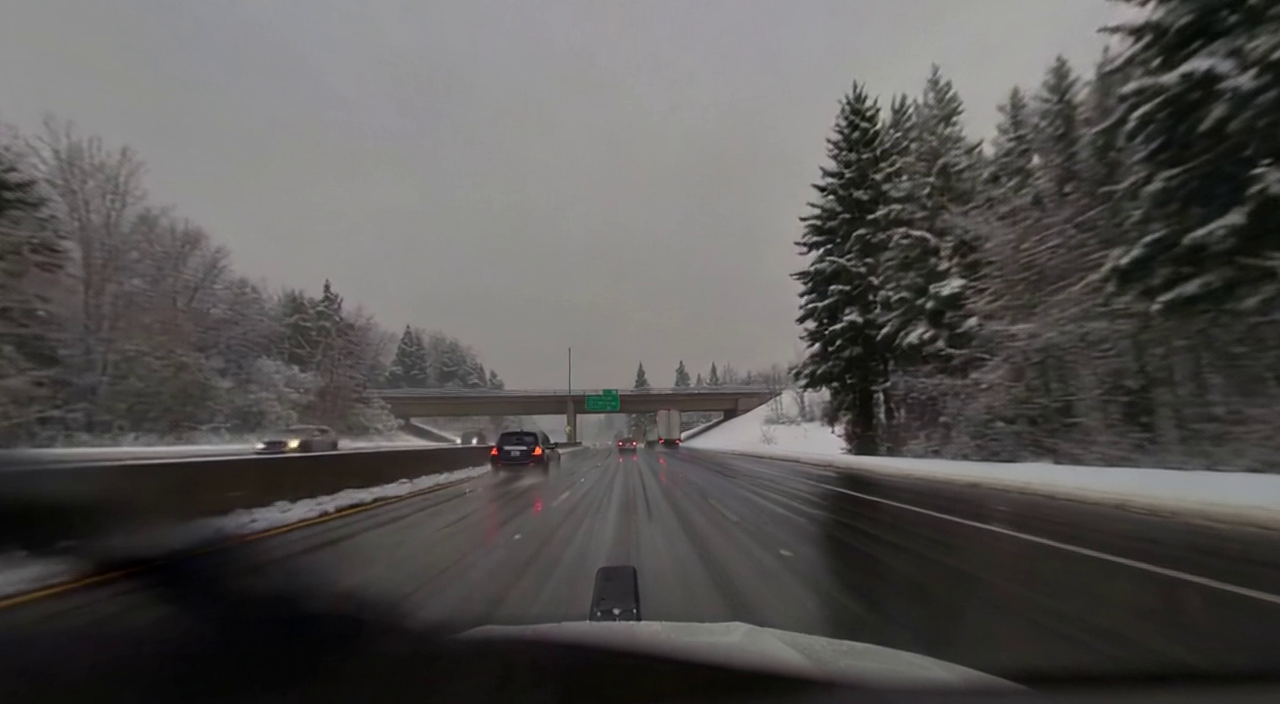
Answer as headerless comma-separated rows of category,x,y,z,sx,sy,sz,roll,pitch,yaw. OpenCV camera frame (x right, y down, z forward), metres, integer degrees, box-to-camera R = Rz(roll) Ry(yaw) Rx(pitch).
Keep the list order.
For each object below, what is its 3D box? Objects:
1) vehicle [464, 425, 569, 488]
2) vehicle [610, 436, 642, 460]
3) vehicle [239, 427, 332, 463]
vehicle,-3.740,3.268,20.053,2.377,1.747,4.703,0,-8,0
vehicle,-0.956,6.637,43.627,2.125,1.542,3.816,0,-8,-1
vehicle,-16.575,4.385,29.672,2.000,1.563,4.188,0,-8,-1
